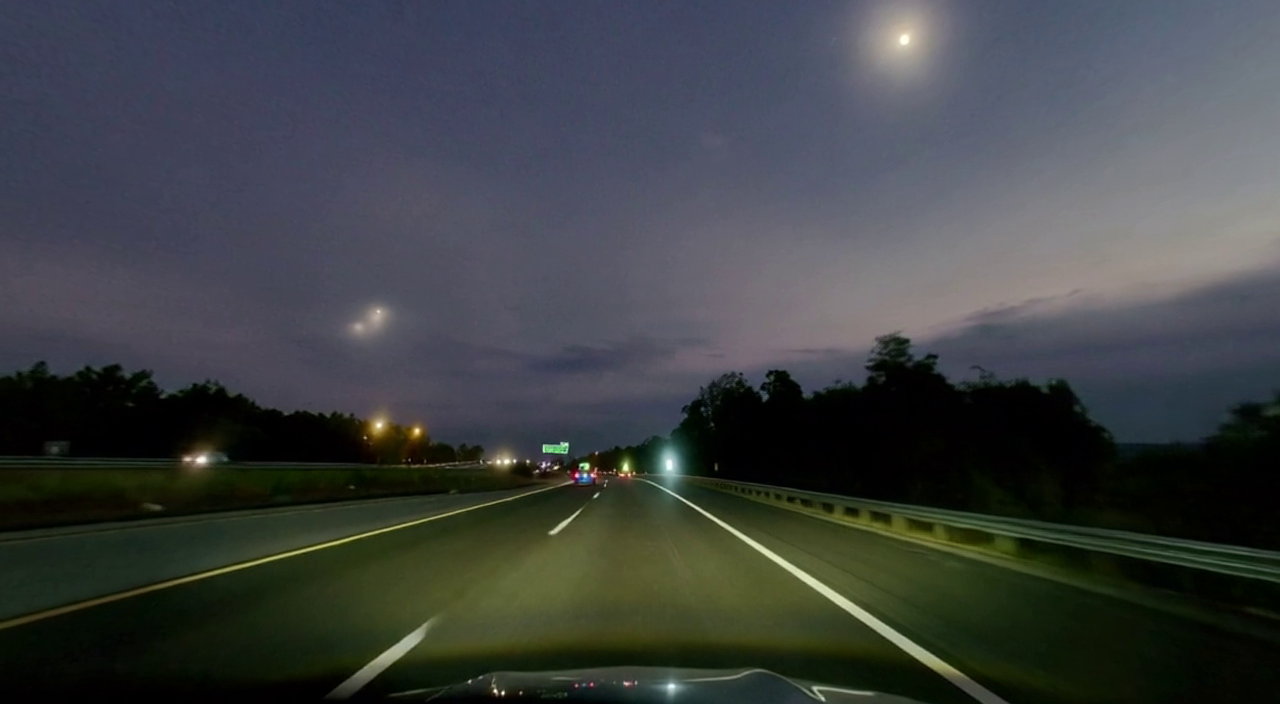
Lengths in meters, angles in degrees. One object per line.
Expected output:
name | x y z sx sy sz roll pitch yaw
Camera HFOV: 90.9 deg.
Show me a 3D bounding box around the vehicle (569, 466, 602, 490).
vehicle | -3.687 8.674 43.643 1.967 1.556 4.364 1 -10 -1
